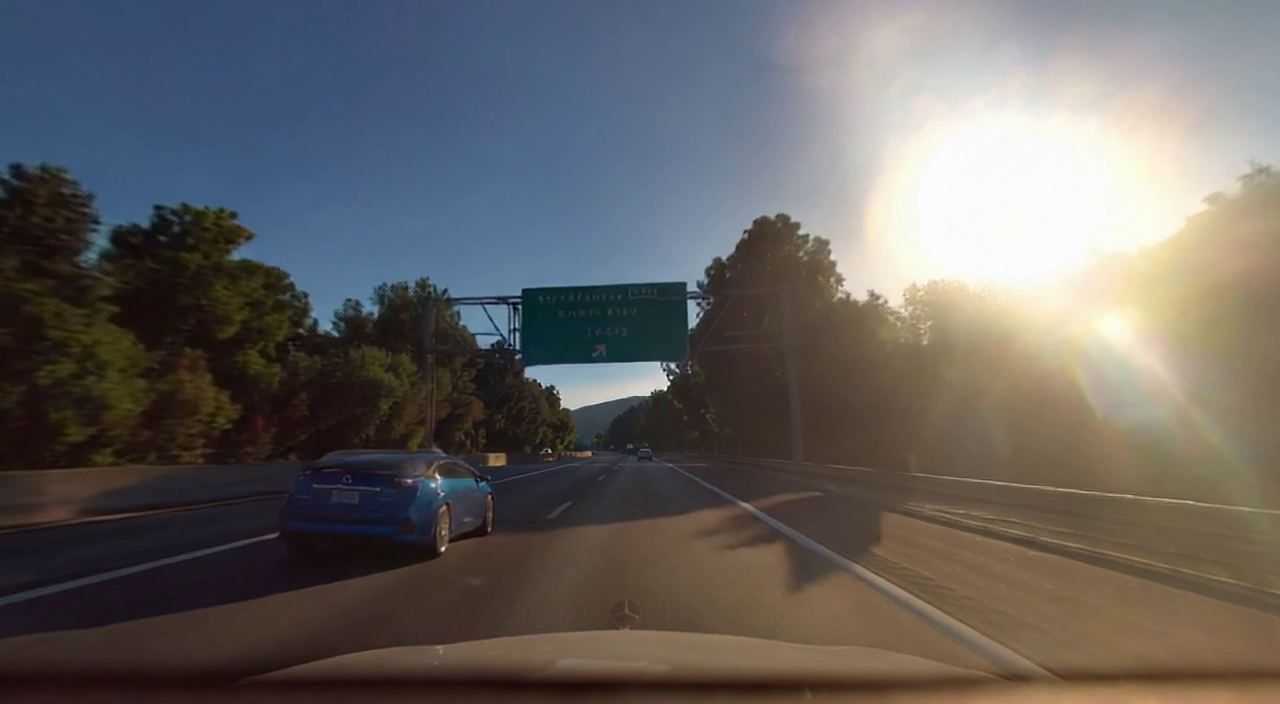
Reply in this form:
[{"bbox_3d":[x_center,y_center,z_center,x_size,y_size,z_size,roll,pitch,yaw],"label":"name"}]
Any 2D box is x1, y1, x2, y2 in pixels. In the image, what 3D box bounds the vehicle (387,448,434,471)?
[{"bbox_3d":[-15.269,7.149,42.071,1.728,1.452,3.600,0,-9,2],"label":"vehicle"}]
